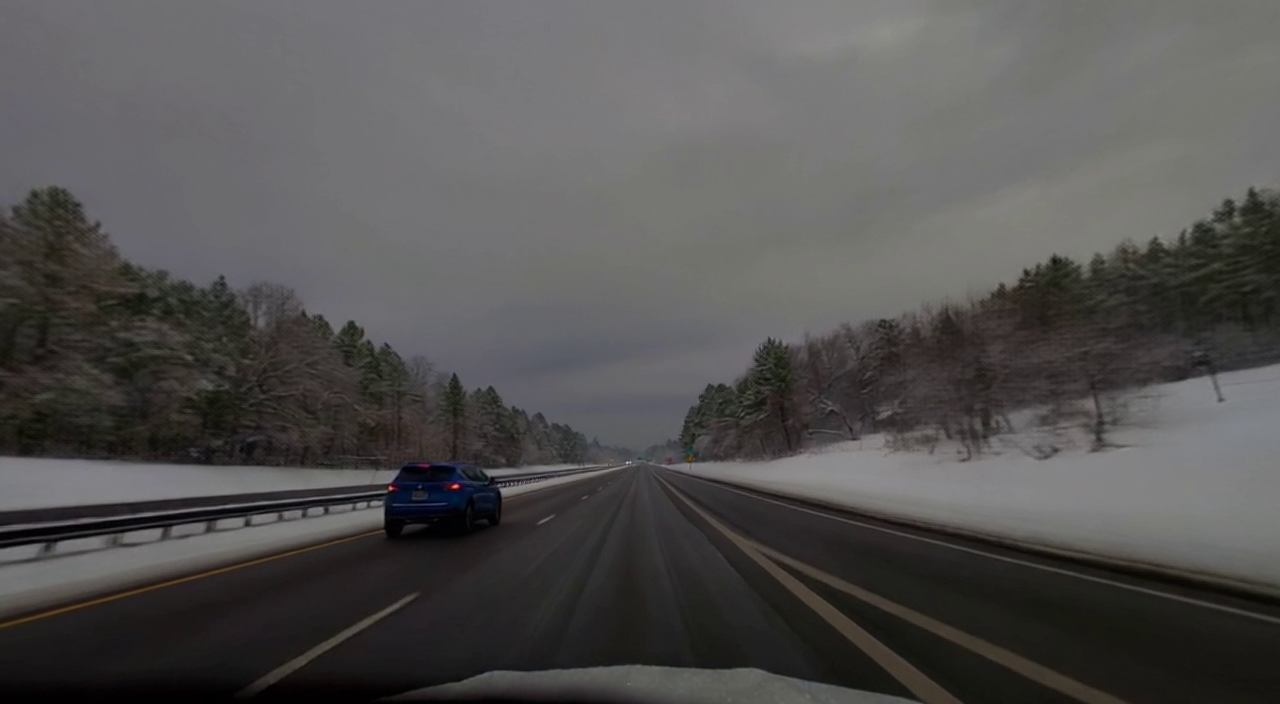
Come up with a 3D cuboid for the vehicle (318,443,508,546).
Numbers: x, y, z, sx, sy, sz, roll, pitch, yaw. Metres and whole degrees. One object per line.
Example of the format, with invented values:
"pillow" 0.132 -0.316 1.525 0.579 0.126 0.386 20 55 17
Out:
"vehicle" -4.119 2.717 12.498 1.928 1.593 4.871 1 -10 0
